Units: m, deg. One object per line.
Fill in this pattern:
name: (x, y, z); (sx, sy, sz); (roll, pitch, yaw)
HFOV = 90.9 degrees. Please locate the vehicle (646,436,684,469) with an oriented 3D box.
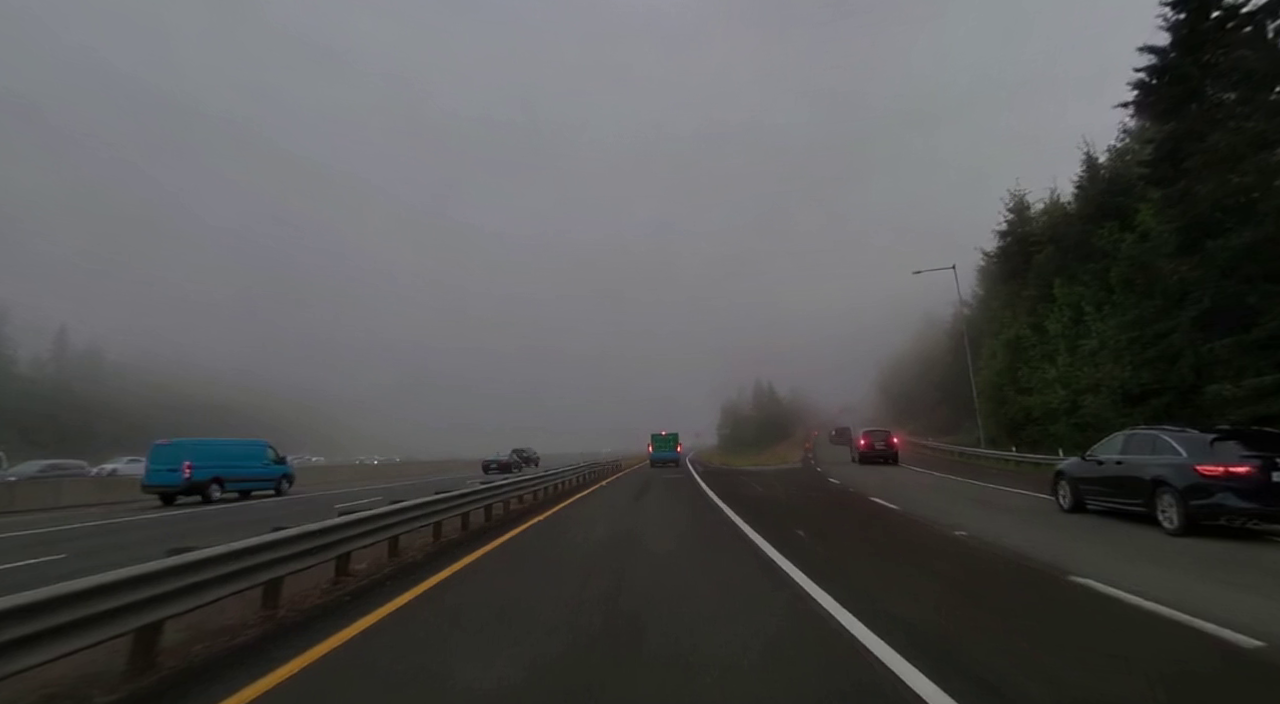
vehicle: (1.445, 5.848, 36.927); (2.043, 1.821, 4.558); (-1, -8, 2)

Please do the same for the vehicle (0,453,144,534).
vehicle: (-13.881, 3.035, 13.857); (2.747, 1.505, 3.932); (0, -8, 0)

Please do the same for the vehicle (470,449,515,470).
vehicle: (-11.428, 8.345, 49.242); (2.081, 1.539, 4.573); (-1, -8, 5)

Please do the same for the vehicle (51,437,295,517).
vehicle: (-13.469, 3.605, 19.031); (2.298, 1.964, 6.364); (-1, -8, 3)

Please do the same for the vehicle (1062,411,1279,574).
vehicle: (7.818, 1.662, 8.051); (2.098, 1.654, 4.637); (-2, -8, 8)

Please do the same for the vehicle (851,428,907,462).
vehicle: (13.715, 5.355, 36.494); (2.167, 1.798, 4.838); (-2, -8, 11)
